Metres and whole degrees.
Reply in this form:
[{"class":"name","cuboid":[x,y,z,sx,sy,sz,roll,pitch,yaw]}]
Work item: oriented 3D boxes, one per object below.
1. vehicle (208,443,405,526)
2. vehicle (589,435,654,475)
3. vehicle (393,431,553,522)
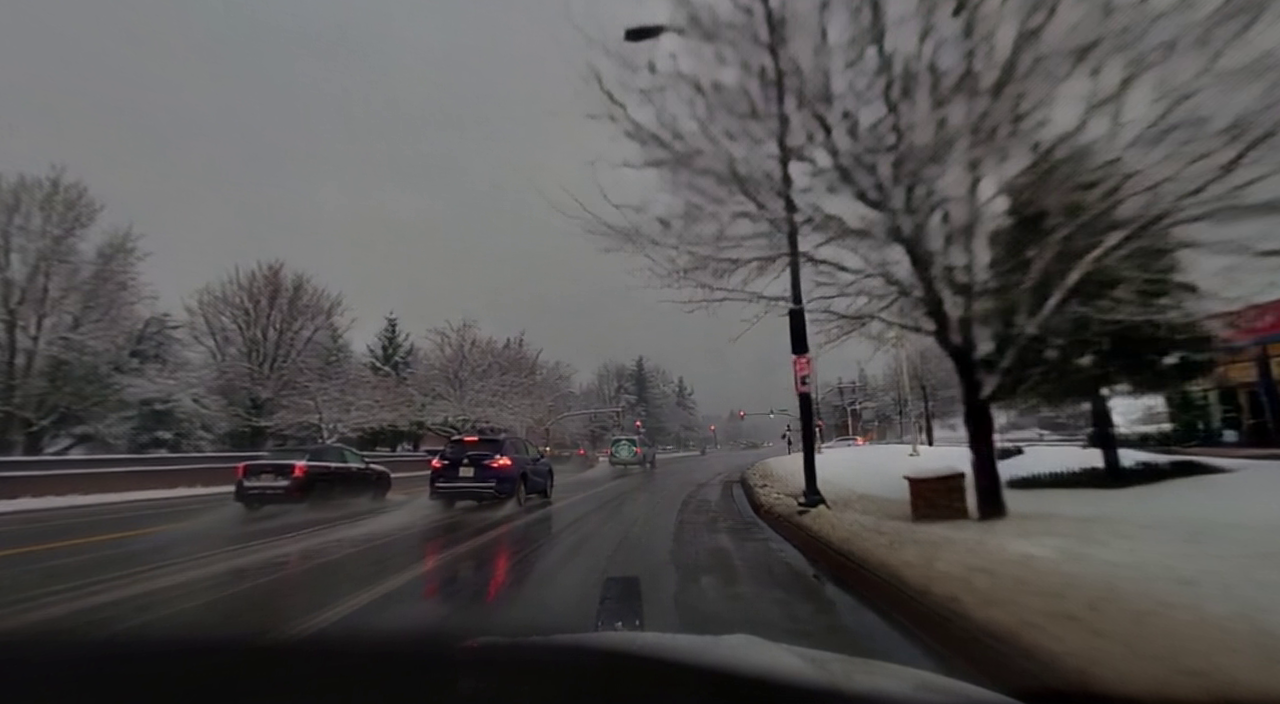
[{"class":"vehicle","cuboid":[-7.163,2.838,14.140,1.974,1.558,3.949,-1,-9,6]},{"class":"vehicle","cuboid":[-0.799,5.062,31.297,2.167,1.832,4.679,-2,-9,12]},{"class":"vehicle","cuboid":[-3.406,2.617,13.869,2.002,1.664,4.113,-1,-9,6]}]
